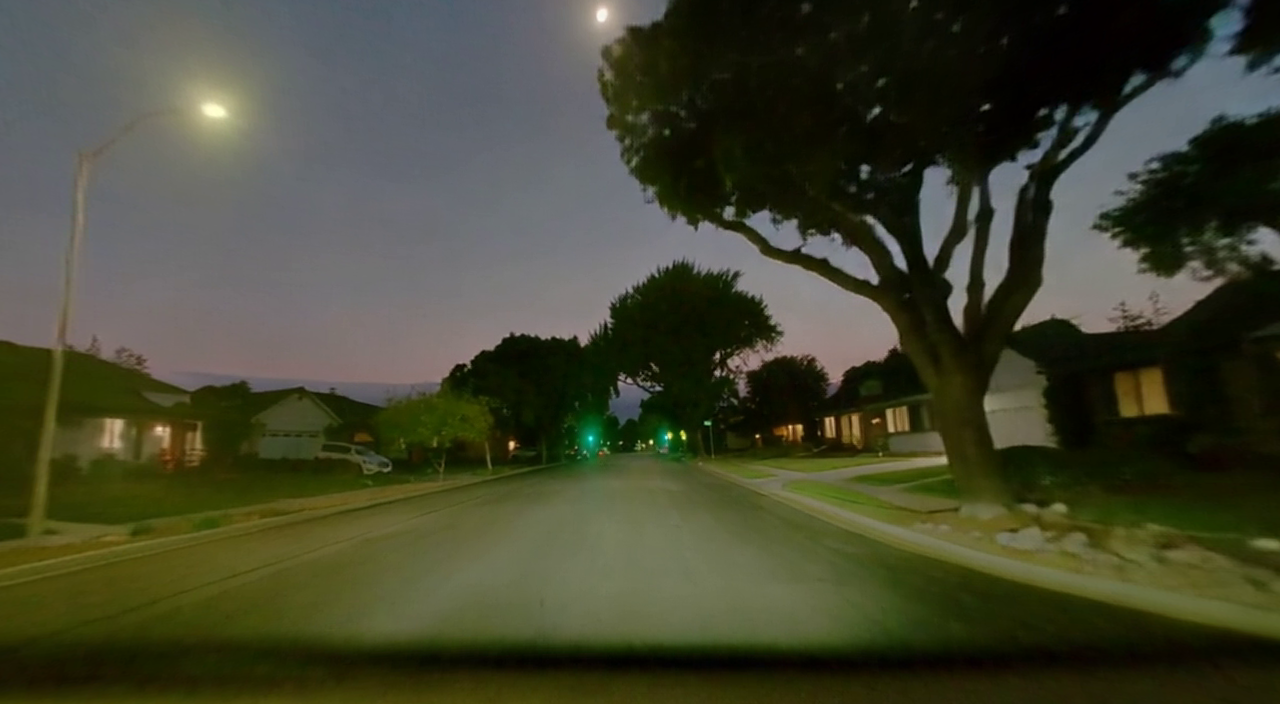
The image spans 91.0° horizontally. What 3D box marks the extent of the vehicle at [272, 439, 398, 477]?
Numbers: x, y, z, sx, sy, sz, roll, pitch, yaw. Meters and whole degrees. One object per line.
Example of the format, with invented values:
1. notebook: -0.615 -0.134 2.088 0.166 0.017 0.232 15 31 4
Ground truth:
1. vehicle: -14.092 4.898 29.259 4.850 1.676 1.920 -1 -9 3
